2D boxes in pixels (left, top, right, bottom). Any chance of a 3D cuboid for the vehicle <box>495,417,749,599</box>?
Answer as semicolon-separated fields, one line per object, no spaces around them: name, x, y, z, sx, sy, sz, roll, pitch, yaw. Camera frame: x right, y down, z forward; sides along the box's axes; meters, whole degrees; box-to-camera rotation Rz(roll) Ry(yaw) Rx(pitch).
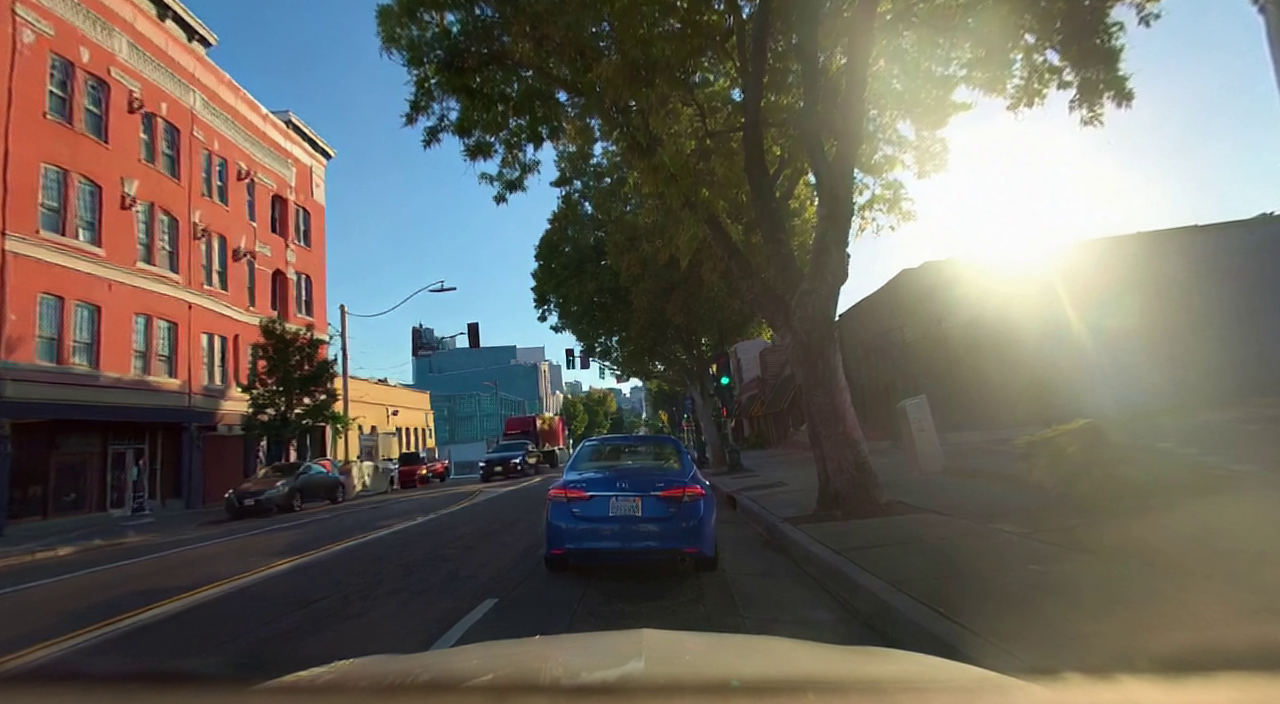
vehicle;-0.065;1.577;7.228;2.094;1.478;3.922;-1;-8;3

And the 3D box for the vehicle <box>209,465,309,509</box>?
vehicle;-17.441;6.155;28.917;3.516;1.383;1.704;-10;-10;1

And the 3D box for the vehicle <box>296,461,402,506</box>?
vehicle;-11.226;5.077;24.724;2.010;1.483;4.324;0;-8;1
